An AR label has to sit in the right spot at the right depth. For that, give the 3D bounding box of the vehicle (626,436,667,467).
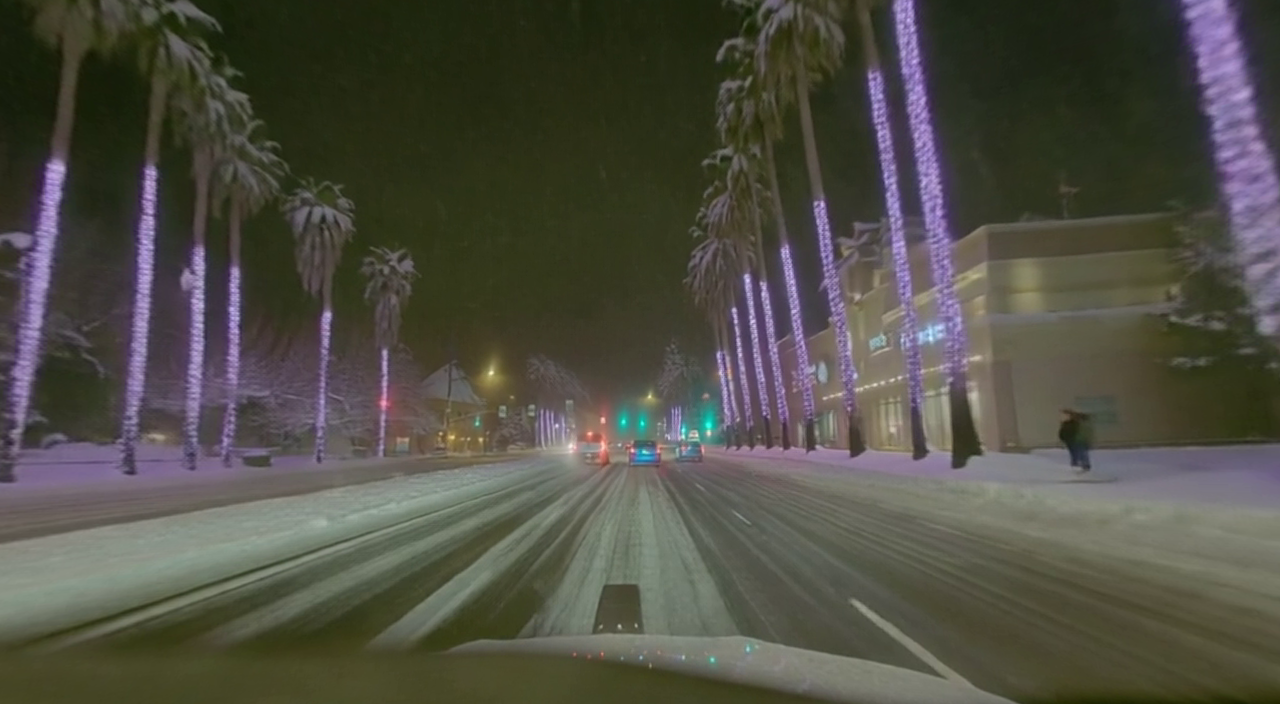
[{"bbox_3d":[0.333,5.596,35.742,2.160,1.615,4.117,0,-8,0],"label":"vehicle"}]

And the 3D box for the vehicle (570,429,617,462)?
[{"bbox_3d":[-3.063,6.384,43.100,2.672,2.064,5.681,0,-8,0],"label":"vehicle"}]
